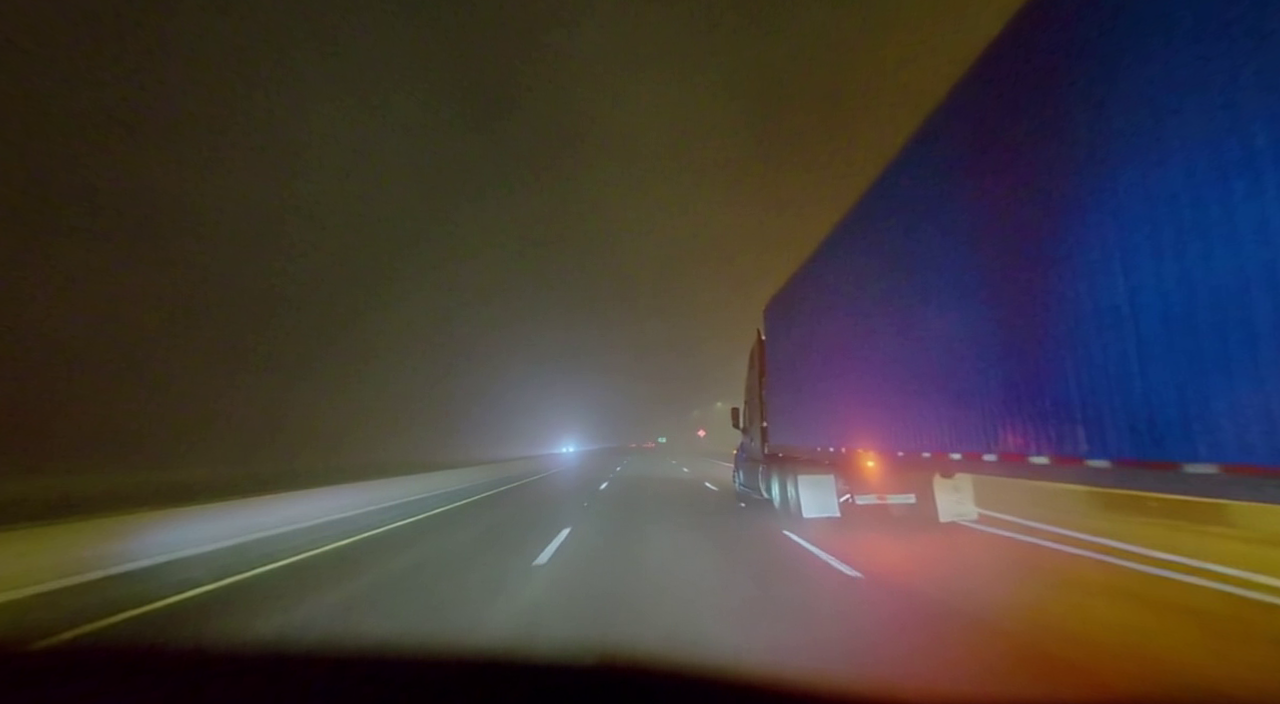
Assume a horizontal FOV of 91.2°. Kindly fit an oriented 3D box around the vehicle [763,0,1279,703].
[{"bbox_3d":[3.966,0.084,5.577,2.933,4.100,14.317,0,-8,0],"label":"vehicle"}]
